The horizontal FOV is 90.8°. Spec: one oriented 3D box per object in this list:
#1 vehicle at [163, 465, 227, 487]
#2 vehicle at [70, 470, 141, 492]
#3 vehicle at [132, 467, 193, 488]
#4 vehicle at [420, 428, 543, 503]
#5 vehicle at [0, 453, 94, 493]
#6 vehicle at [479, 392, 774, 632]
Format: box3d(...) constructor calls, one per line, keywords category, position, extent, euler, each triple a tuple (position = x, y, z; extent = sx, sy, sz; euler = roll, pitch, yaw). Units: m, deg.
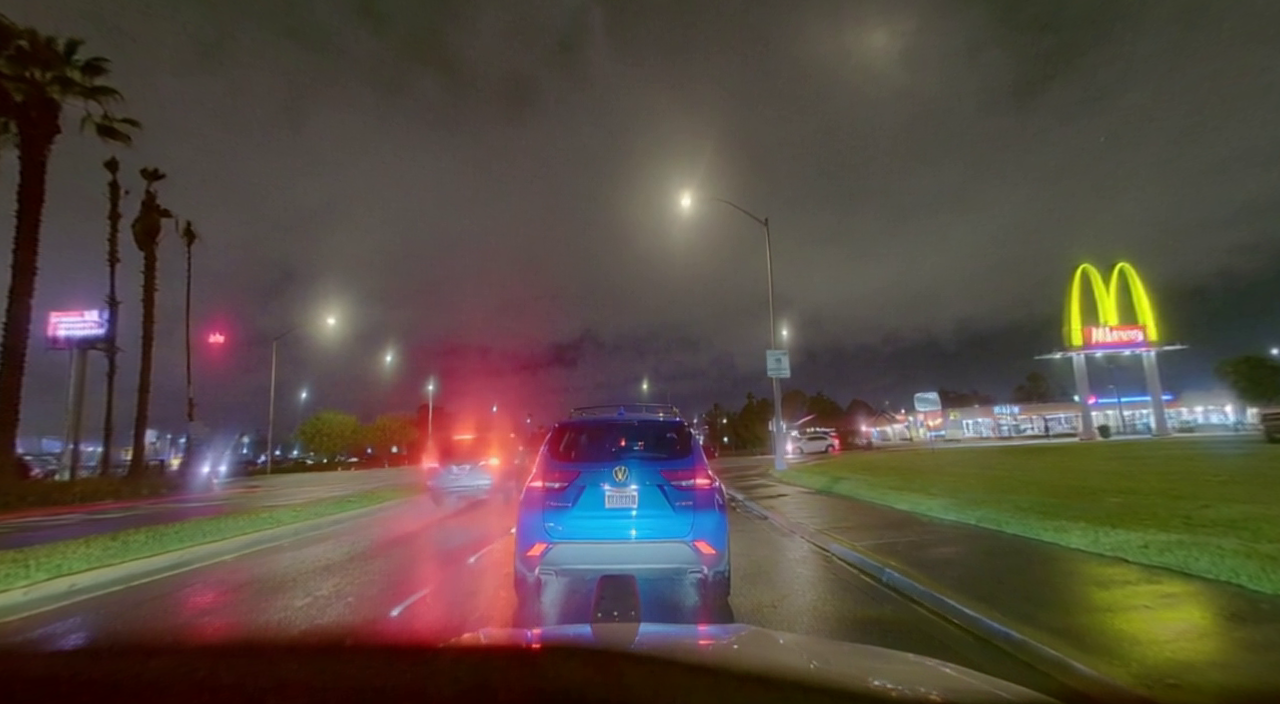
box3d(category="vehicle", position=(-33.275, 9.245, 47.359), extent=(1.792, 1.439, 3.952), euler=(-1, -9, 3))
box3d(category="vehicle", position=(-39.931, 9.638, 47.358), extent=(1.602, 1.400, 4.220), euler=(0, -9, 0))
box3d(category="vehicle", position=(-35.621, 9.337, 47.225), extent=(1.641, 1.375, 3.640), euler=(0, -9, 0))
box3d(category="vehicle", position=(-4.137, 3.057, 17.419), extent=(2.181, 1.771, 4.567), euler=(0, -9, 0))
box3d(category="vehicle", position=(-28.073, 5.448, 28.584), extent=(4.584, 1.714, 2.186), euler=(4, -10, -28))
box3d(category="vehicle", position=(-0.137, 1.455, 6.646), extent=(2.137, 1.728, 3.926), euler=(0, -9, -1))
